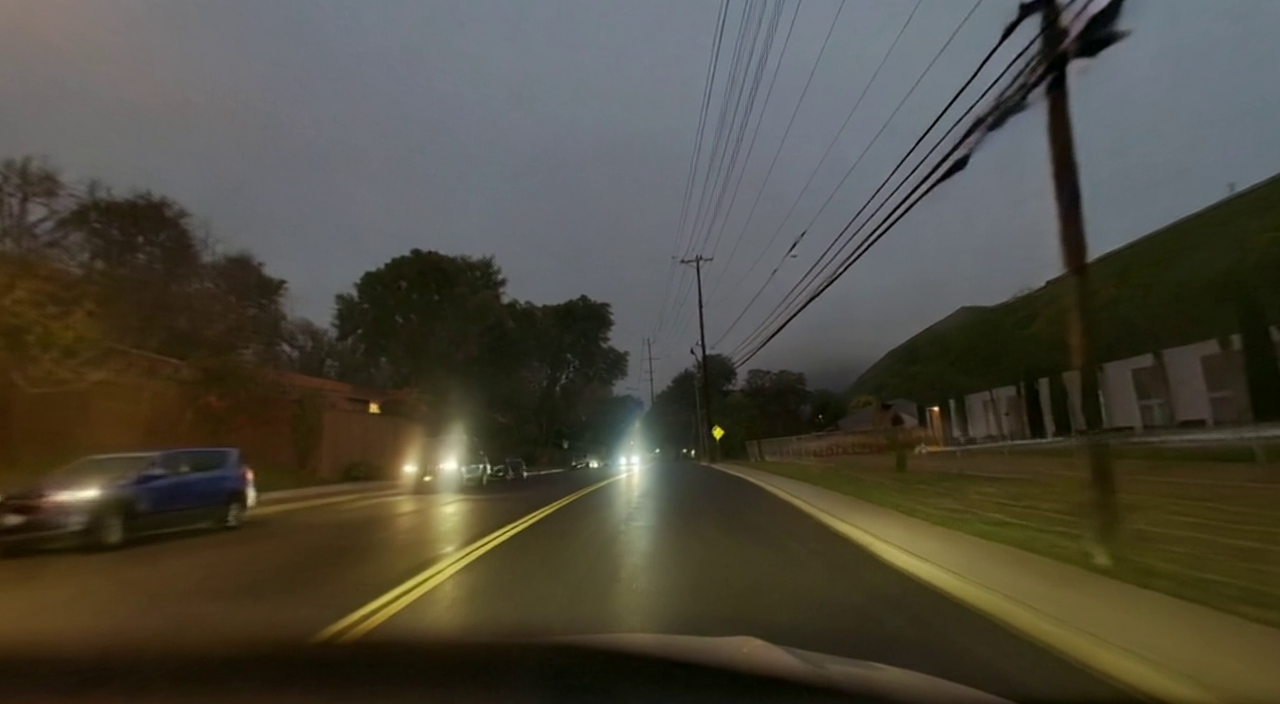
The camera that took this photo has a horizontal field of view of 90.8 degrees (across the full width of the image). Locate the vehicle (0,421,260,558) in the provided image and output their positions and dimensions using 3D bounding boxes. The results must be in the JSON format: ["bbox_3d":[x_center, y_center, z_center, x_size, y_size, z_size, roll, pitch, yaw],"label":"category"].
[{"bbox_3d":[-7.813,2.063,9.409,1.927,1.542,3.886,-5,-11,-1],"label":"vehicle"}]

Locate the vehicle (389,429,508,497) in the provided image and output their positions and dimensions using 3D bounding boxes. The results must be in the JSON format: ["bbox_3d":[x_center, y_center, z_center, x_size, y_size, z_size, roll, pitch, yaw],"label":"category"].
[{"bbox_3d":[-6.745,3.966,22.925,2.295,1.989,5.055,-6,-9,5],"label":"vehicle"}]
